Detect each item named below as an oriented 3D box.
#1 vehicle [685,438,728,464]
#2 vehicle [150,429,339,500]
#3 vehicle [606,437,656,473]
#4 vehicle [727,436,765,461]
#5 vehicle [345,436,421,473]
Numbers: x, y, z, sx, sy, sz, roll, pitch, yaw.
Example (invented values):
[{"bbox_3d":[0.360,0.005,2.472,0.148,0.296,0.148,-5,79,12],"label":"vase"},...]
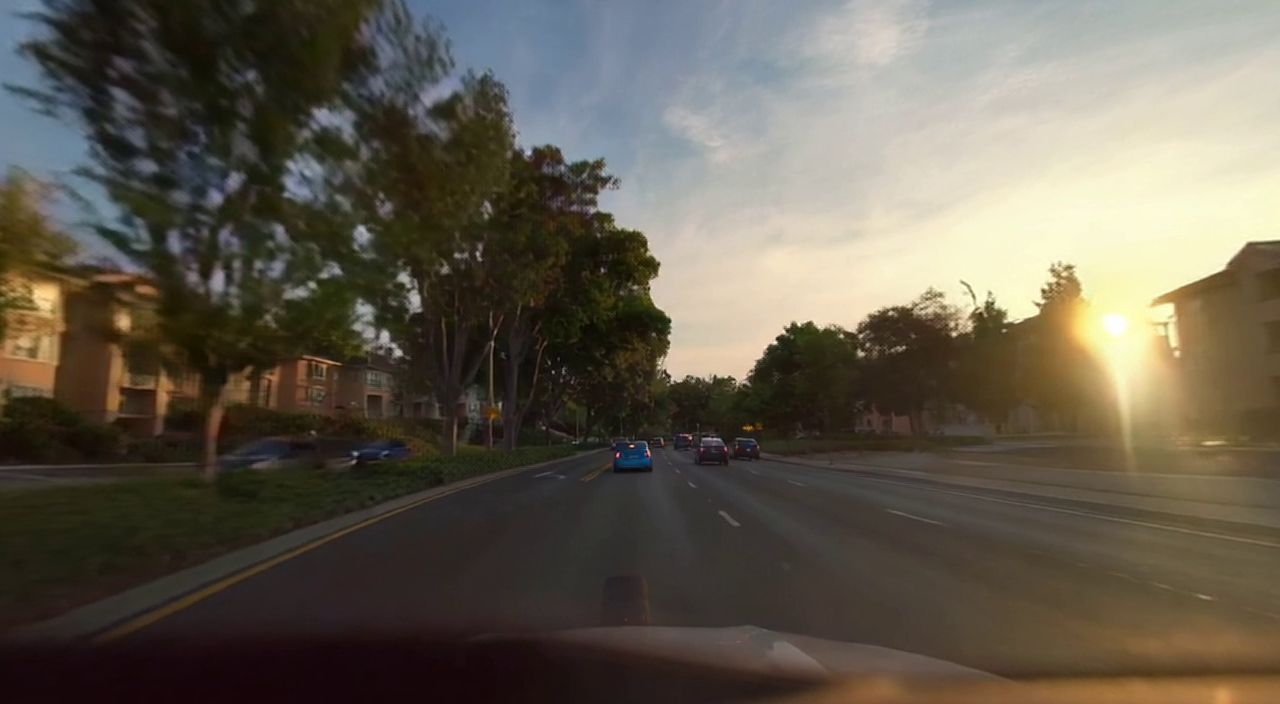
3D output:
[{"bbox_3d":[3.993,6.042,38.682,2.067,1.514,4.188,0,-8,-1],"label":"vehicle"},{"bbox_3d":[-10.472,3.008,17.249,2.071,1.645,4.654,0,-8,1],"label":"vehicle"},{"bbox_3d":[-0.363,4.567,28.131,2.102,1.481,3.907,0,-8,0],"label":"vehicle"},{"bbox_3d":[7.615,6.970,45.651,1.972,1.700,4.269,0,-8,0],"label":"vehicle"},{"bbox_3d":[-14.064,5.618,34.809,2.156,1.889,4.750,0,-8,1],"label":"vehicle"}]
